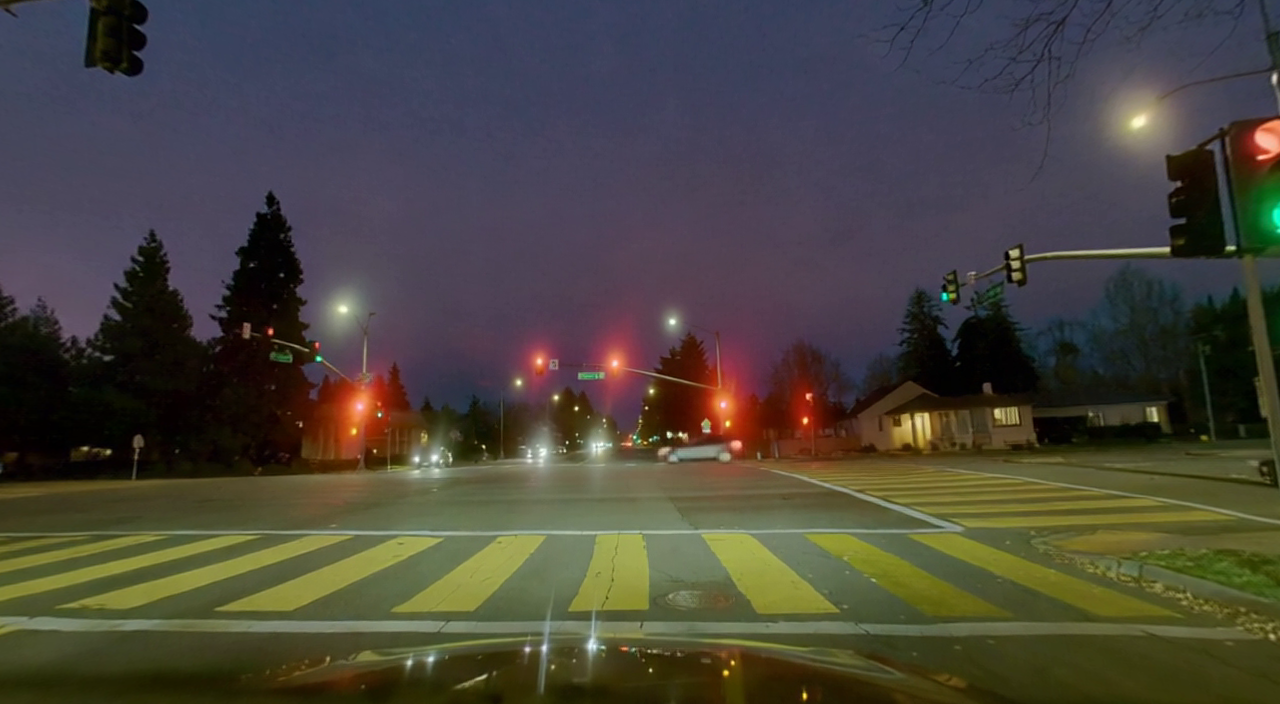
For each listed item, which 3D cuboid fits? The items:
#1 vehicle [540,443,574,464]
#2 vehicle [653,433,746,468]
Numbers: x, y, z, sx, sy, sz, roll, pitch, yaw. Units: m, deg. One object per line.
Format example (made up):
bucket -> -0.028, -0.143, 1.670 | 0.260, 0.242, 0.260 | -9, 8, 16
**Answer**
vehicle -> -6.139, 7.523, 47.046 | 1.936, 1.444, 4.168 | 0, -8, 0
vehicle -> 3.125, 5.207, 33.373 | 4.706, 1.710, 1.932 | -1, -8, 5
